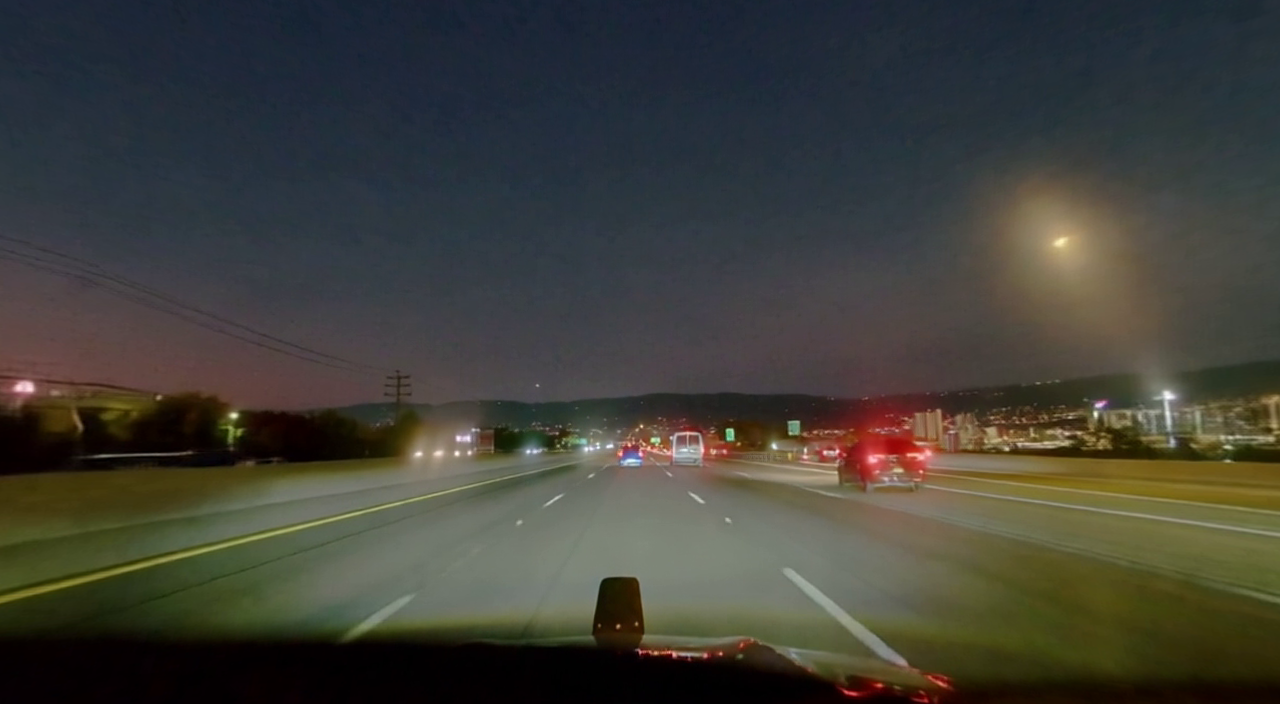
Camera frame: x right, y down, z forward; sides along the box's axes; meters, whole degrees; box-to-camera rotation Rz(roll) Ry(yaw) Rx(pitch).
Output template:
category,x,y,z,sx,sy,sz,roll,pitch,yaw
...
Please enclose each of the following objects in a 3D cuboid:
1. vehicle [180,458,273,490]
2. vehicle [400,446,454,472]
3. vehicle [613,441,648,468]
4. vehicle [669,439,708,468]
category,x,y,z,sx,sy,sz,roll,pitch,yaw
vehicle,-21.461,6.306,33.047,1.849,1.463,4.466,0,-9,0
vehicle,-13.864,6.952,41.309,1.968,1.563,4.376,0,-9,0
vehicle,-0.691,7.128,44.048,2.325,1.712,4.592,0,-9,-1
vehicle,3.147,6.742,42.017,2.036,1.796,4.470,0,-9,-2
